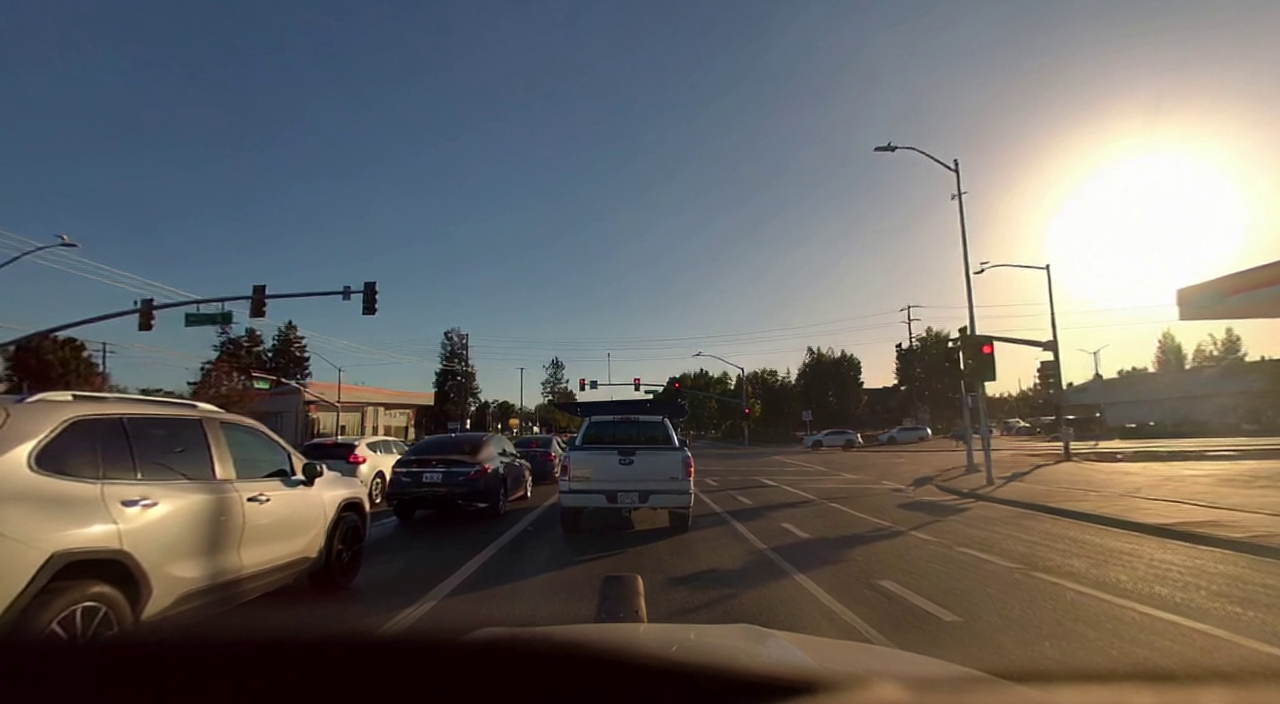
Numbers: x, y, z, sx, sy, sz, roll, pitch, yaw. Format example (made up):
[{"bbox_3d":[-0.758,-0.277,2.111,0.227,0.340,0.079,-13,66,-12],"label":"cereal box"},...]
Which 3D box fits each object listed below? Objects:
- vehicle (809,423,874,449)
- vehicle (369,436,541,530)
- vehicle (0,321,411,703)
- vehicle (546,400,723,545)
[{"bbox_3d":[14.290,5.980,44.739,4.548,1.730,2.013,6,-10,-35],"label":"vehicle"},{"bbox_3d":[-3.158,2.309,11.754,1.881,1.424,4.098,0,-8,1],"label":"vehicle"},{"bbox_3d":[-3.312,1.020,3.987,2.096,1.718,4.266,0,-8,0],"label":"vehicle"},{"bbox_3d":[-0.089,1.888,10.547,2.224,1.819,5.005,0,-8,-1],"label":"vehicle"}]
